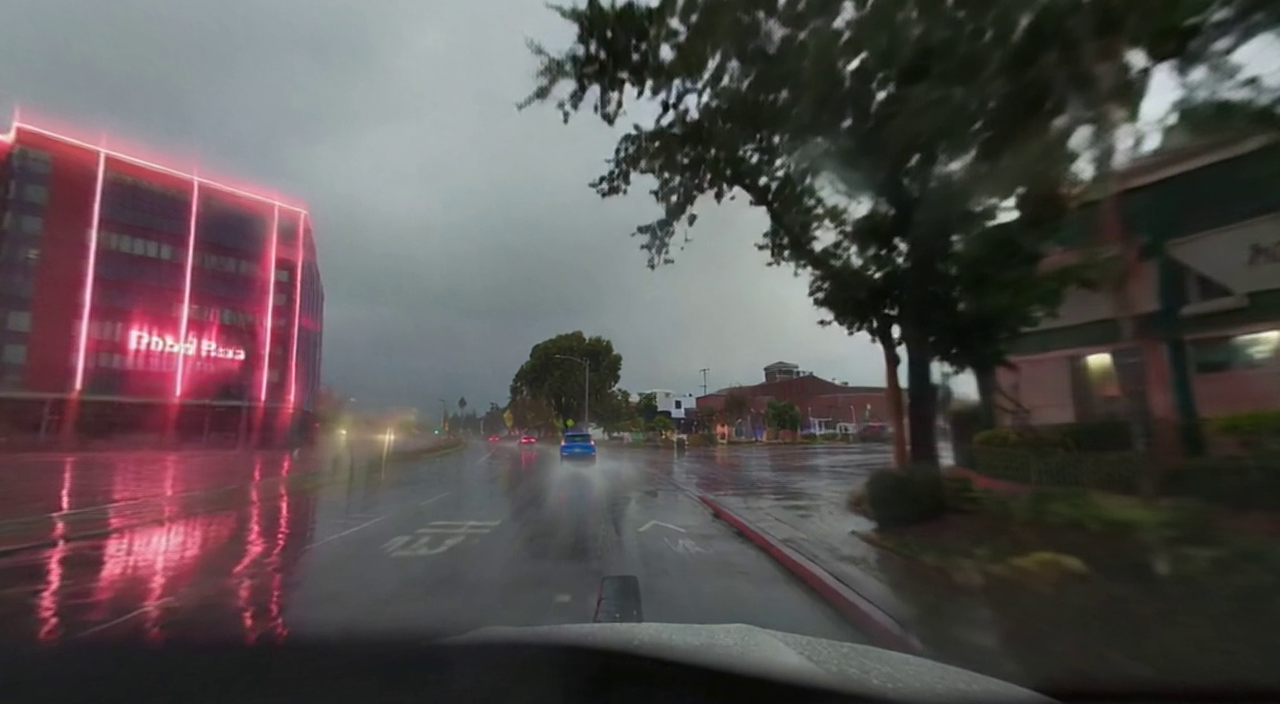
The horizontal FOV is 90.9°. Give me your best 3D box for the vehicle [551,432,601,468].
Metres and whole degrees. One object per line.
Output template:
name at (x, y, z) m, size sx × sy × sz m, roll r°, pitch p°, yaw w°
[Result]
vehicle at (-3.125, 4.697, 30.517) m, size 2.231 × 1.572 × 4.227 m, roll 1°, pitch -8°, yaw -7°
